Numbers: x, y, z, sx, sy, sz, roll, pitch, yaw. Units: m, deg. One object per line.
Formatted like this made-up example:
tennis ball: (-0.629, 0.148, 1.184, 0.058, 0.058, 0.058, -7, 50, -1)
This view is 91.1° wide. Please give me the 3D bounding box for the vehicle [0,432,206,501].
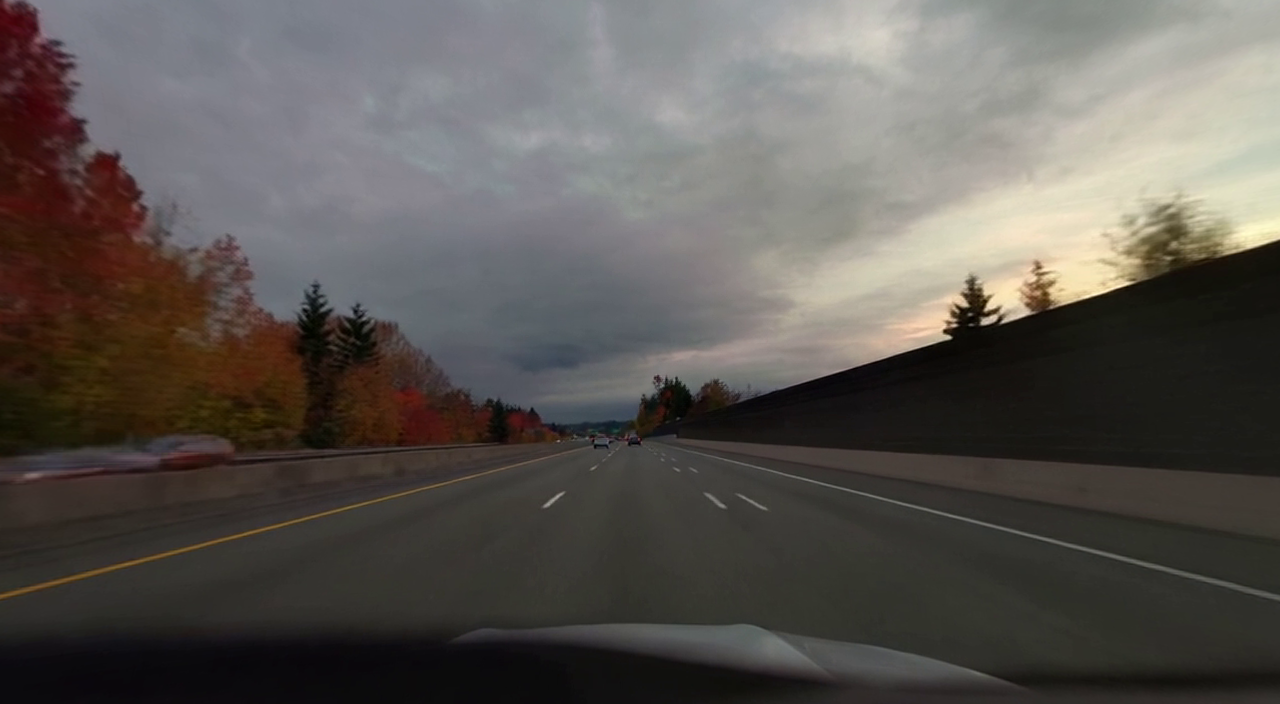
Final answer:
vehicle: (-16.190, 3.378, 19.239, 1.997, 1.795, 5.328, 0, -8, 0)
